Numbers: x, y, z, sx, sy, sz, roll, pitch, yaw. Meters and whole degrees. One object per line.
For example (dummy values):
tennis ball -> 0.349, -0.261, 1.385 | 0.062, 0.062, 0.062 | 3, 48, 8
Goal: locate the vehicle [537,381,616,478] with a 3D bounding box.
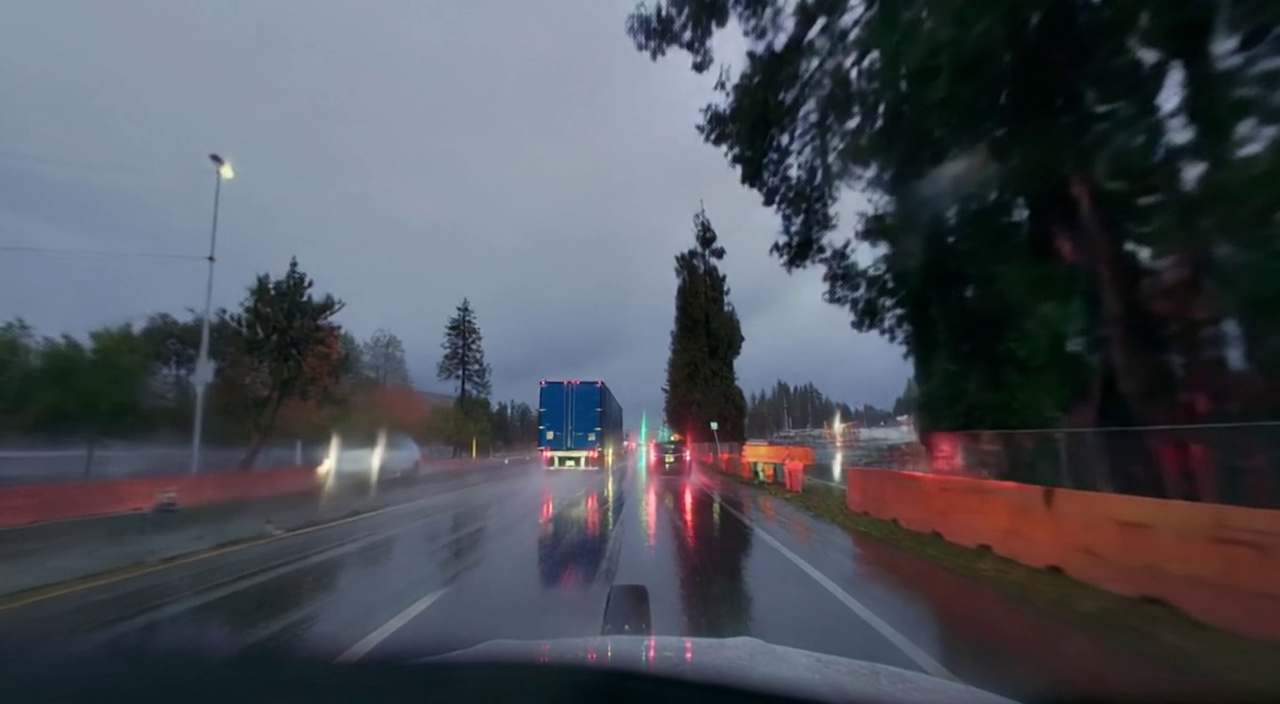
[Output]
vehicle -> -2.993, 4.442, 34.728 | 2.906, 4.115, 15.715 | 0, -8, 0

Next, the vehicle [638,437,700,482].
vehicle -> 1.103, 4.368, 25.950 | 2.304, 1.675, 4.462 | 0, -8, 0
